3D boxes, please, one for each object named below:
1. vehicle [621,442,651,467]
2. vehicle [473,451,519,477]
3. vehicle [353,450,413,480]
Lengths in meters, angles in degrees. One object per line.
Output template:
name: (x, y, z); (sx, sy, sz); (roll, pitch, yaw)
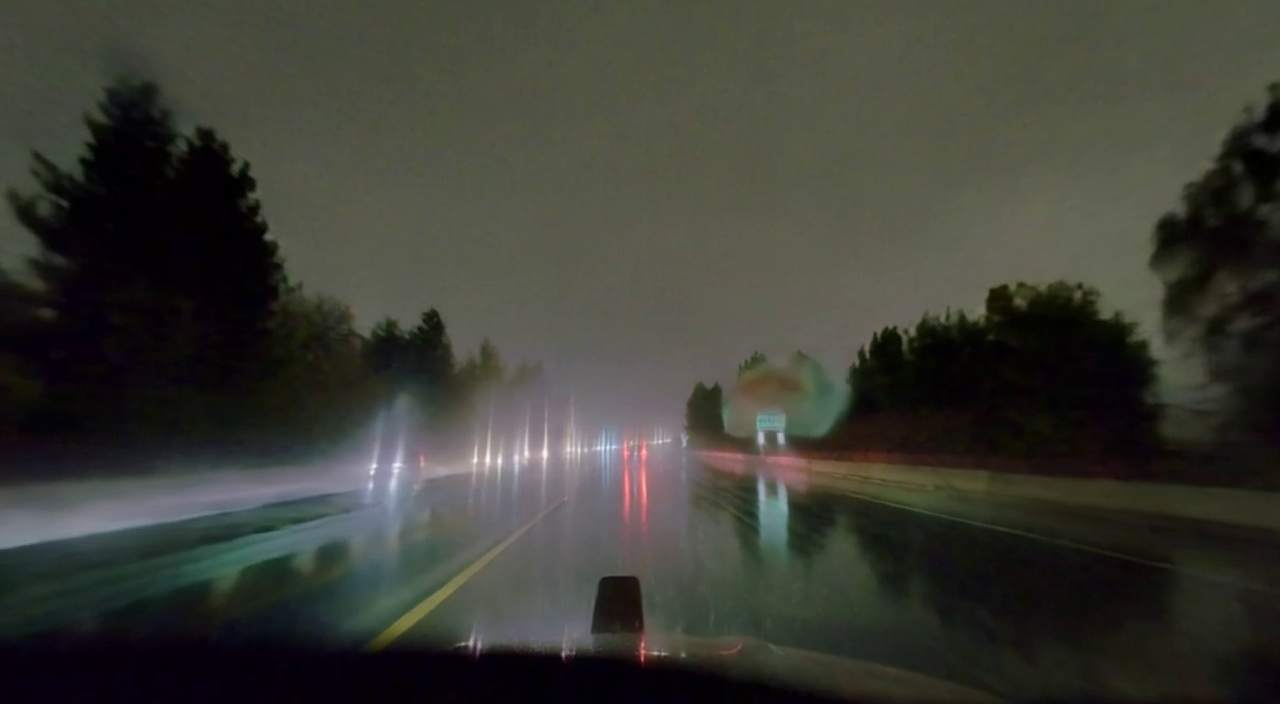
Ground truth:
vehicle: (-0.301, 7.379, 45.259); (2.098, 1.692, 4.038); (0, -9, -1)
vehicle: (-8.784, 6.850, 38.504); (1.852, 1.487, 3.890); (0, -9, 1)
vehicle: (-14.250, 6.275, 34.957); (1.808, 1.545, 3.611); (0, -9, 1)
